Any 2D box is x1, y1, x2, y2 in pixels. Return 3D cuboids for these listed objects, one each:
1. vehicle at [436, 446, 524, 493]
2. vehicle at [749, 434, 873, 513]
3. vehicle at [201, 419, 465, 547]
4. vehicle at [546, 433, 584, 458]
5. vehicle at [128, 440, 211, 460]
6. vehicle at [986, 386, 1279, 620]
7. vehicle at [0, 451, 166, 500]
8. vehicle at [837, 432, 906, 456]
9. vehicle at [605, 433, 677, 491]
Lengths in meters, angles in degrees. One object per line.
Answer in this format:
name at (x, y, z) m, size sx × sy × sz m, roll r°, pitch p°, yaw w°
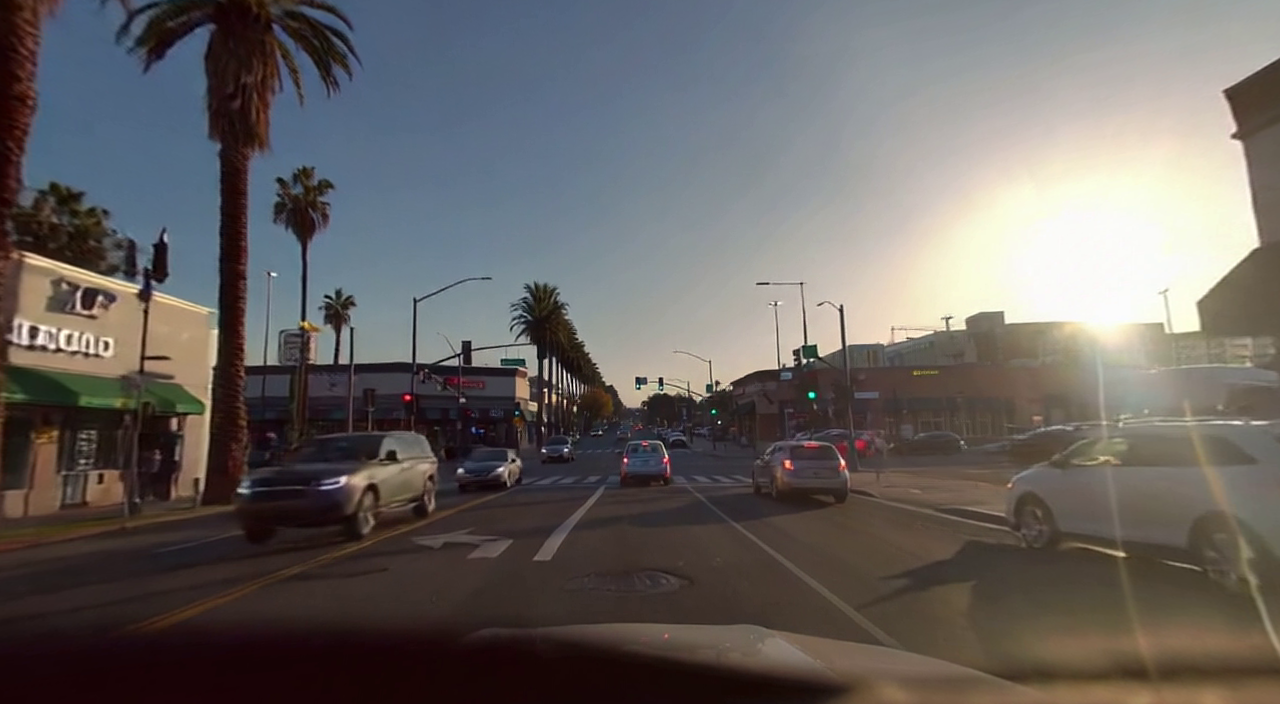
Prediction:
vehicle at (-5.564, 4.108, 22.558) m, size 2.009 × 1.461 × 4.484 m, roll 0°, pitch -9°, yaw -1°
vehicle at (4.140, 3.016, 16.148) m, size 2.070 × 1.711 × 4.480 m, roll -1°, pitch -9°, yaw 3°
vehicle at (-4.979, 2.198, 11.343) m, size 2.341 × 1.762 × 4.865 m, roll 0°, pitch -9°, yaw -1°
vehicle at (-5.735, 7.279, 49.071) m, size 2.324 × 1.808 × 4.946 m, roll -1°, pitch -9°, yaw 1°
vehicle at (-35.573, 7.438, 47.840) m, size 4.643 × 1.464 × 2.125 m, roll -1°, pitch -9°, yaw 5°
vehicle at (6.208, 1.467, 6.735) m, size 1.981 × 1.893 × 5.238 m, roll 0°, pitch -9°, yaw -1°
vehicle at (-19.532, 4.167, 21.740) m, size 1.759 × 1.457 × 4.727 m, roll -7°, pitch -11°, yaw 37°
vehicle at (17.046, 6.833, 46.726) m, size 4.304 × 1.685 × 1.947 m, roll 0°, pitch -9°, yaw 0°
vehicle at (-0.002, 3.825, 22.372) m, size 2.264 × 1.798 × 4.531 m, roll 0°, pitch -9°, yaw -1°
